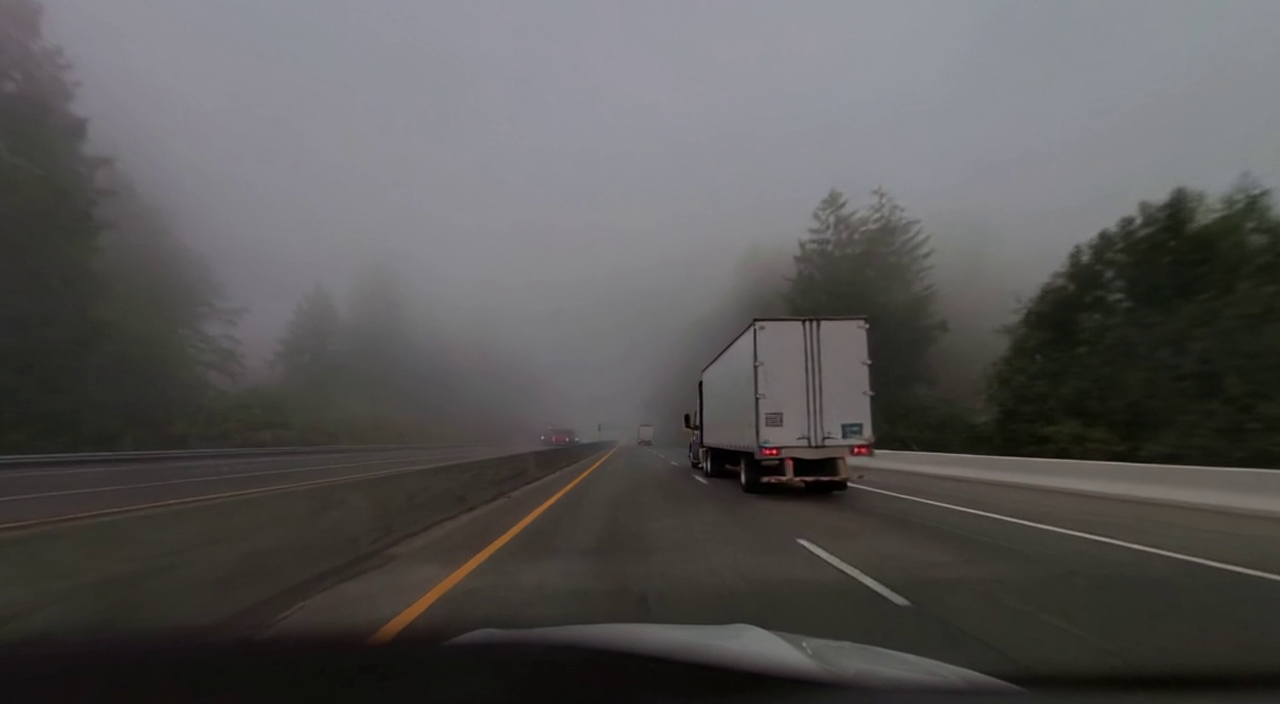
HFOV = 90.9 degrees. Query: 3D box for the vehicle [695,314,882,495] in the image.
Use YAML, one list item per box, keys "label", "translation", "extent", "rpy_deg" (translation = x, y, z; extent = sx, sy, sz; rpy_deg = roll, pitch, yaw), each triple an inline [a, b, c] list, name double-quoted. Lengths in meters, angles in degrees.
- label: "vehicle"
  translation: [3.705, 1.854, 19.283]
  extent: [2.911, 3.994, 10.840]
  rpy_deg: [0, -8, -1]
